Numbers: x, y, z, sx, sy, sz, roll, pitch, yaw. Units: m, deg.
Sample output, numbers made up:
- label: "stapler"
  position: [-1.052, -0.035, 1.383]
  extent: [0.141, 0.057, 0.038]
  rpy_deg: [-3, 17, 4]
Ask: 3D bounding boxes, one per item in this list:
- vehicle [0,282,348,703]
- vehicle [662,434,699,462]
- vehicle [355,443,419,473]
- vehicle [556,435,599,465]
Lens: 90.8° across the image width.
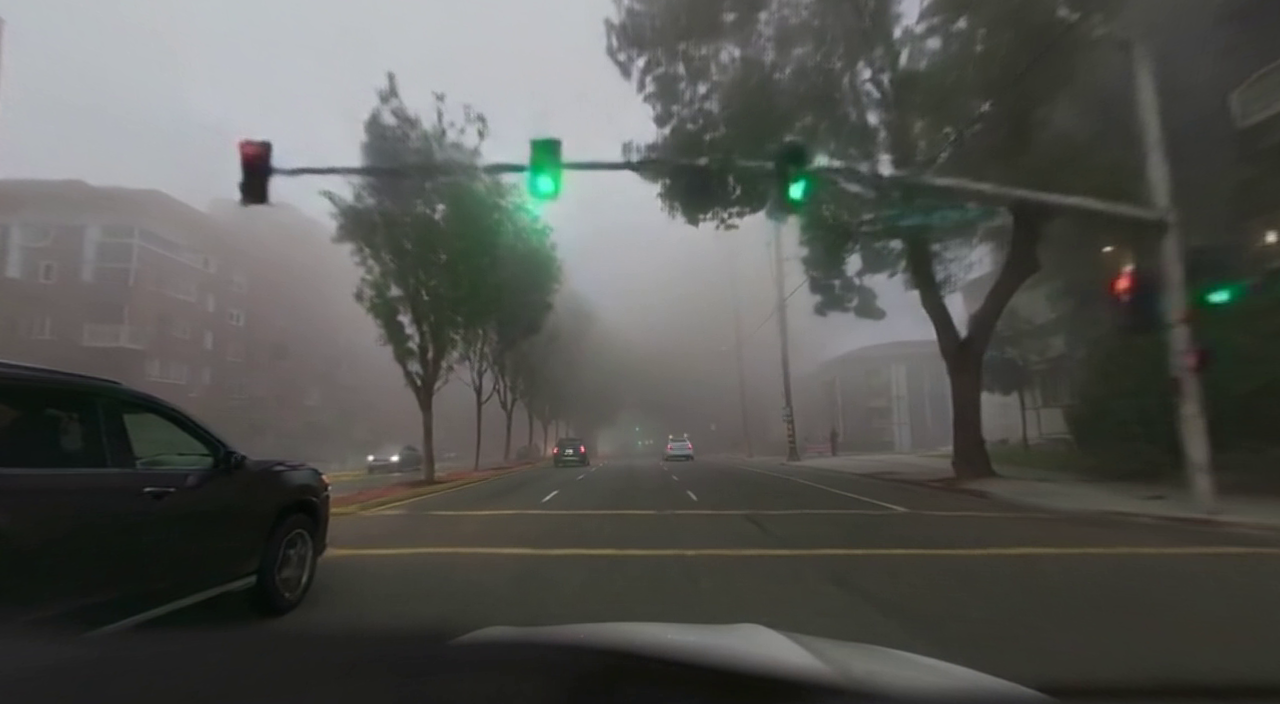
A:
- label: "vehicle"
  position: [-3.685, 0.767, 2.834]
  extent: [2.225, 1.984, 5.168]
  rpy_deg: [0, -8, 1]
- label: "vehicle"
  position: [2.617, 6.302, 41.492]
  extent: [2.018, 1.719, 4.369]
  rpy_deg: [0, -8, -1]
- label: "vehicle"
  position: [-15.509, 6.503, 39.014]
  extent: [2.031, 1.702, 4.612]
  rpy_deg: [0, -8, 0]
- label: "vehicle"
  position: [-3.693, 5.869, 37.939]
  extent: [2.083, 1.685, 4.069]
  rpy_deg: [0, -8, 1]
